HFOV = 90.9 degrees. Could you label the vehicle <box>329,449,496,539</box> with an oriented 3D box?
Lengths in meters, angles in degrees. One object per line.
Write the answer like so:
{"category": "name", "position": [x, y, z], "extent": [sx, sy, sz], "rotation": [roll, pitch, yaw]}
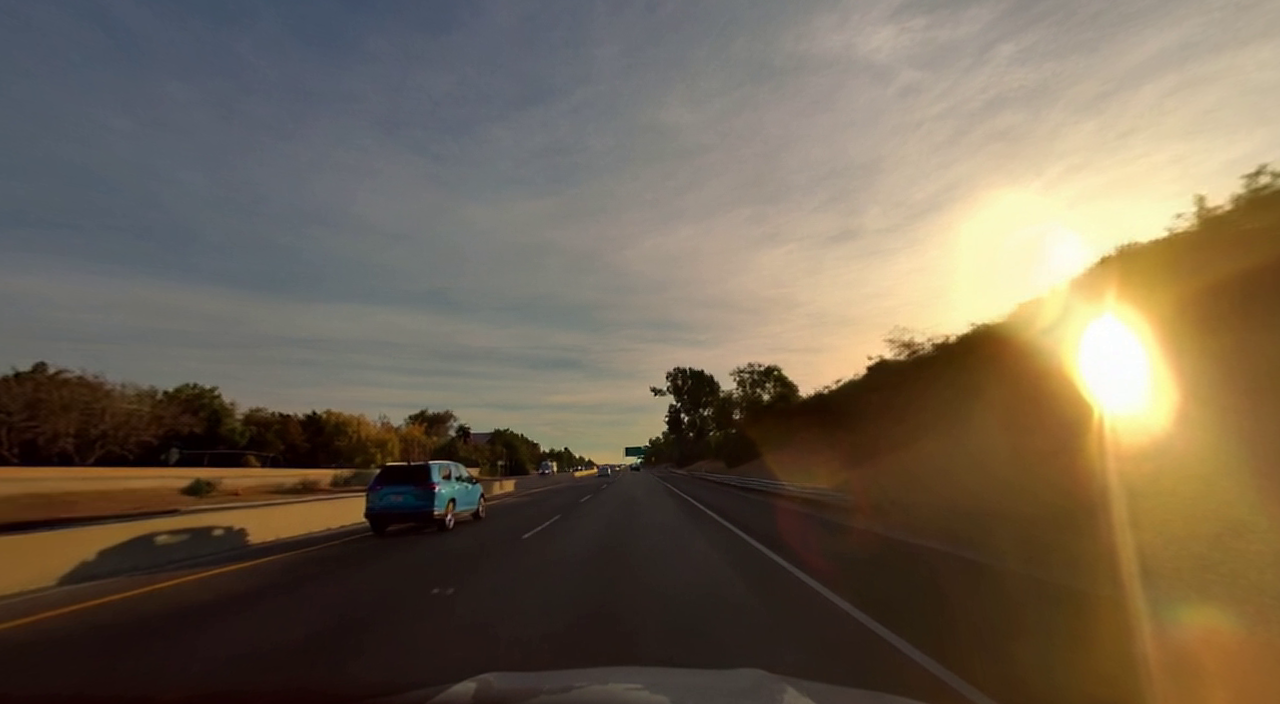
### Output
{"category": "vehicle", "position": [-4.436, 2.855, 13.049], "extent": [1.914, 1.534, 4.015], "rotation": [1, -10, 0]}
